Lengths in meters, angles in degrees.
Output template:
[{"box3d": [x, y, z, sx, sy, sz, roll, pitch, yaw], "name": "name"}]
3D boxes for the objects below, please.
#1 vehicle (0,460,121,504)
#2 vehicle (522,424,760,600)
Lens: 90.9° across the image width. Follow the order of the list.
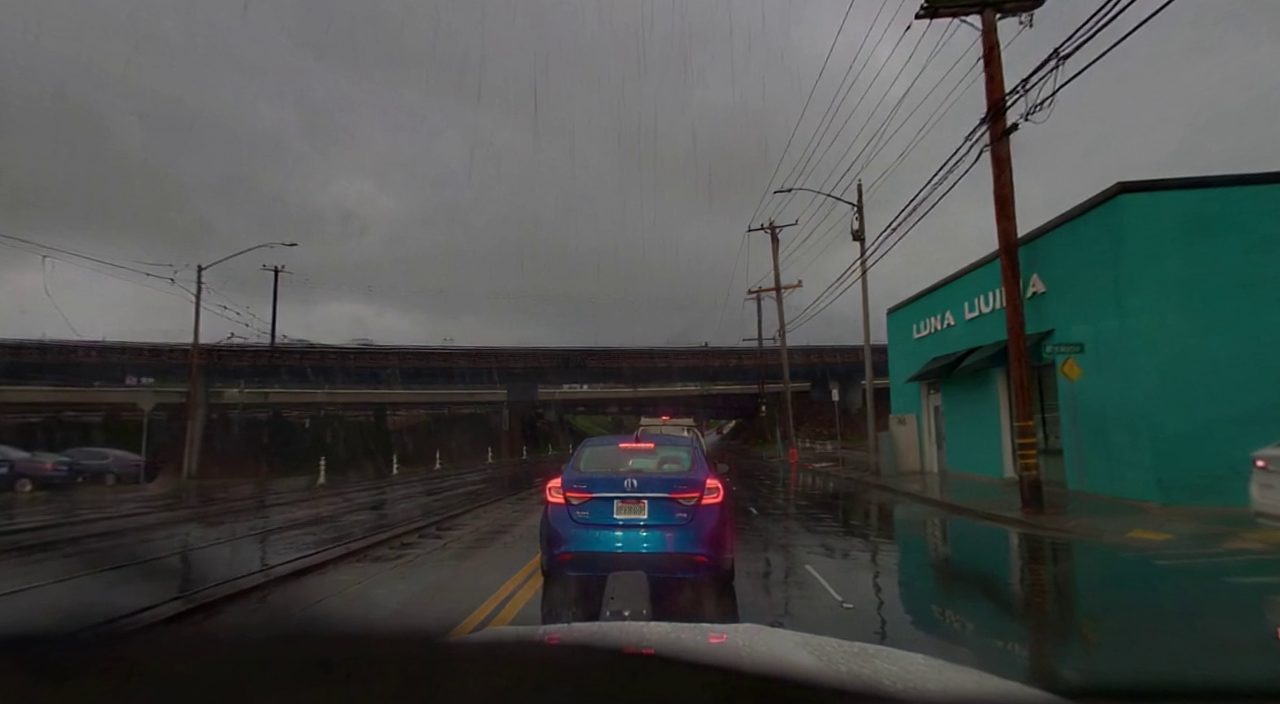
[{"box3d": [-21.916, 4.680, 22.858, 4.566, 1.453, 1.935, -1, -9, 5], "name": "vehicle"}, {"box3d": [0.095, 1.711, 7.624, 2.090, 1.518, 4.033, -1, -9, 3], "name": "vehicle"}]
